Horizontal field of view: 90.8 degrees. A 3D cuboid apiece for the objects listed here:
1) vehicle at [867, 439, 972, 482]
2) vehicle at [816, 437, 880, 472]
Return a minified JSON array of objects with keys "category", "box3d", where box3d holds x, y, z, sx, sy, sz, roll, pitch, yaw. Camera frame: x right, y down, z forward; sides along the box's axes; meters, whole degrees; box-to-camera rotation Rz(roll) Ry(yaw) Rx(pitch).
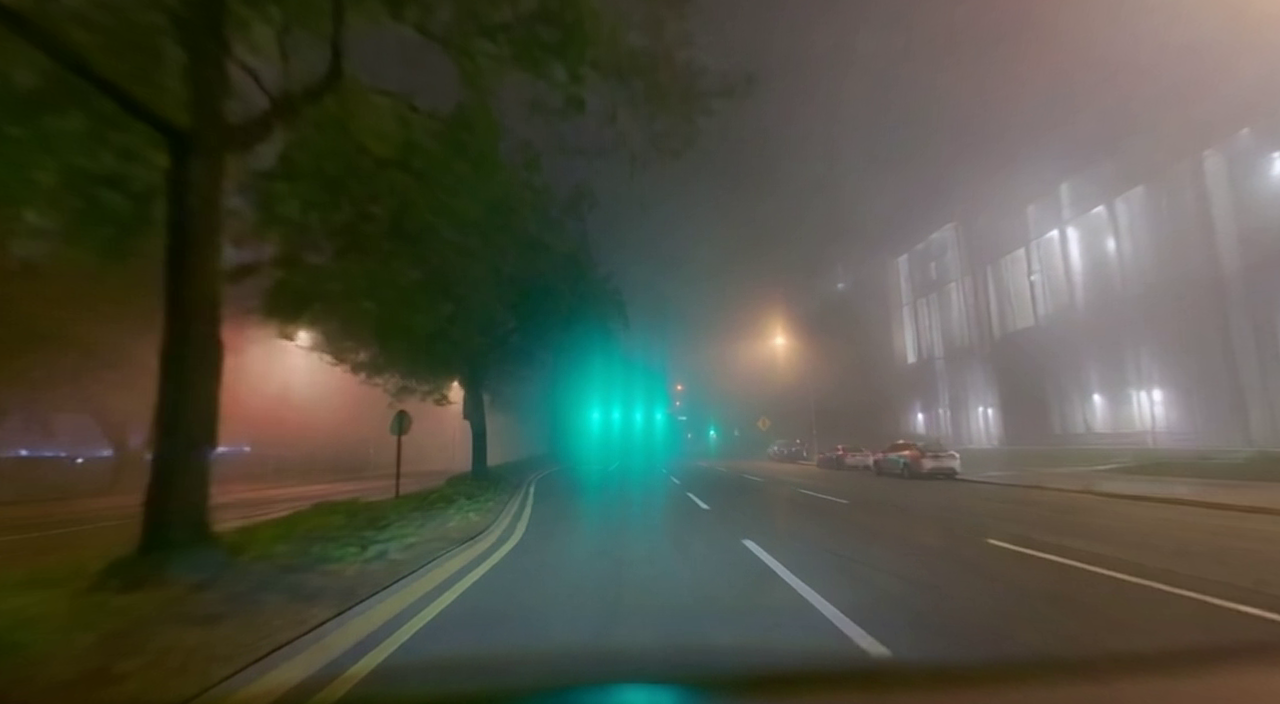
[{"category":"vehicle","box3d":[10.369,4.041,23.877,1.956,1.462,4.306,0,-8,-1]},{"category":"vehicle","box3d":[10.471,5.186,32.050,1.889,1.631,4.021,0,-9,0]}]
